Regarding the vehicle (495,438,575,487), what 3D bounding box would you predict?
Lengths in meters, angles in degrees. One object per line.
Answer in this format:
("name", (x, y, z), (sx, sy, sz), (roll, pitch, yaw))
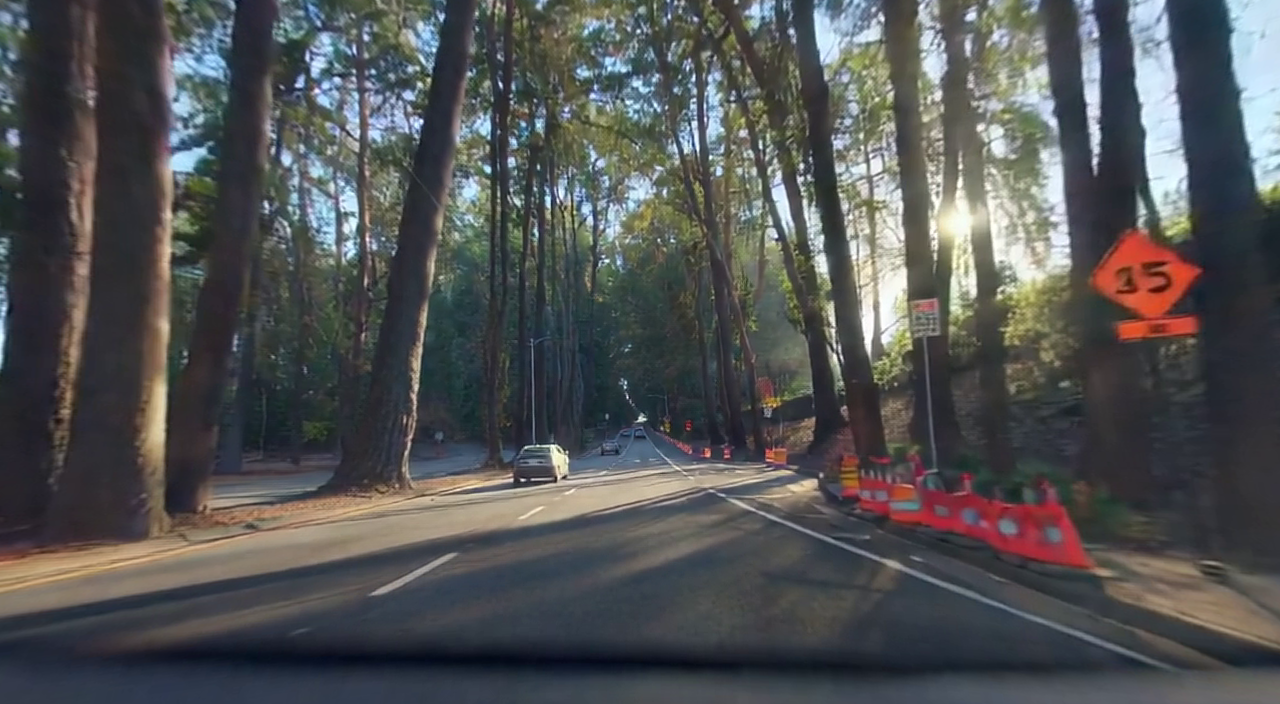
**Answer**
("vehicle", (-3.527, 3.762, 21.796), (2.029, 1.511, 3.922), (-1, -8, 1))
